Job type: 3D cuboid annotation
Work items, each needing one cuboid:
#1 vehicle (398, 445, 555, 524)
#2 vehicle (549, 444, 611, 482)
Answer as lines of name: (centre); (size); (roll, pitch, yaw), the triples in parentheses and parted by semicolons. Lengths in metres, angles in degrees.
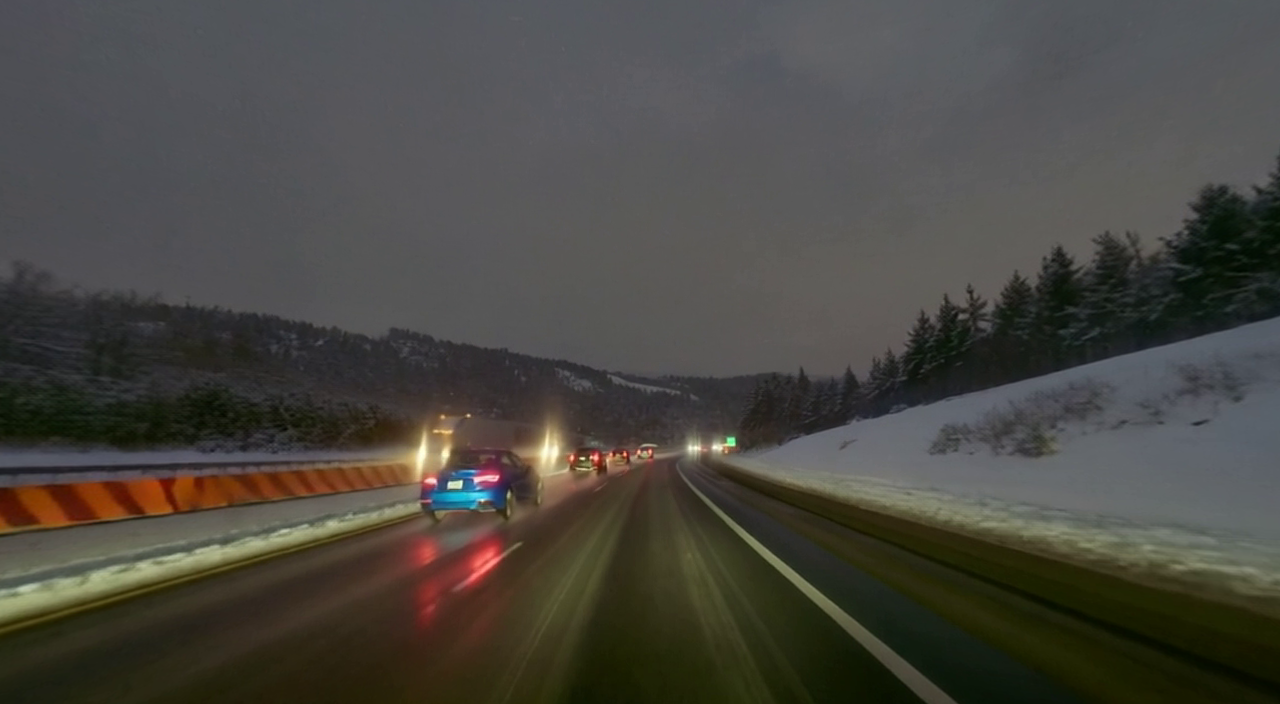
vehicle: (-3.085, 2.602, 12.868); (2.061, 1.330, 3.928); (0, -9, 1)
vehicle: (-2.441, 4.664, 26.678); (2.094, 1.480, 4.124); (-1, -9, 2)
